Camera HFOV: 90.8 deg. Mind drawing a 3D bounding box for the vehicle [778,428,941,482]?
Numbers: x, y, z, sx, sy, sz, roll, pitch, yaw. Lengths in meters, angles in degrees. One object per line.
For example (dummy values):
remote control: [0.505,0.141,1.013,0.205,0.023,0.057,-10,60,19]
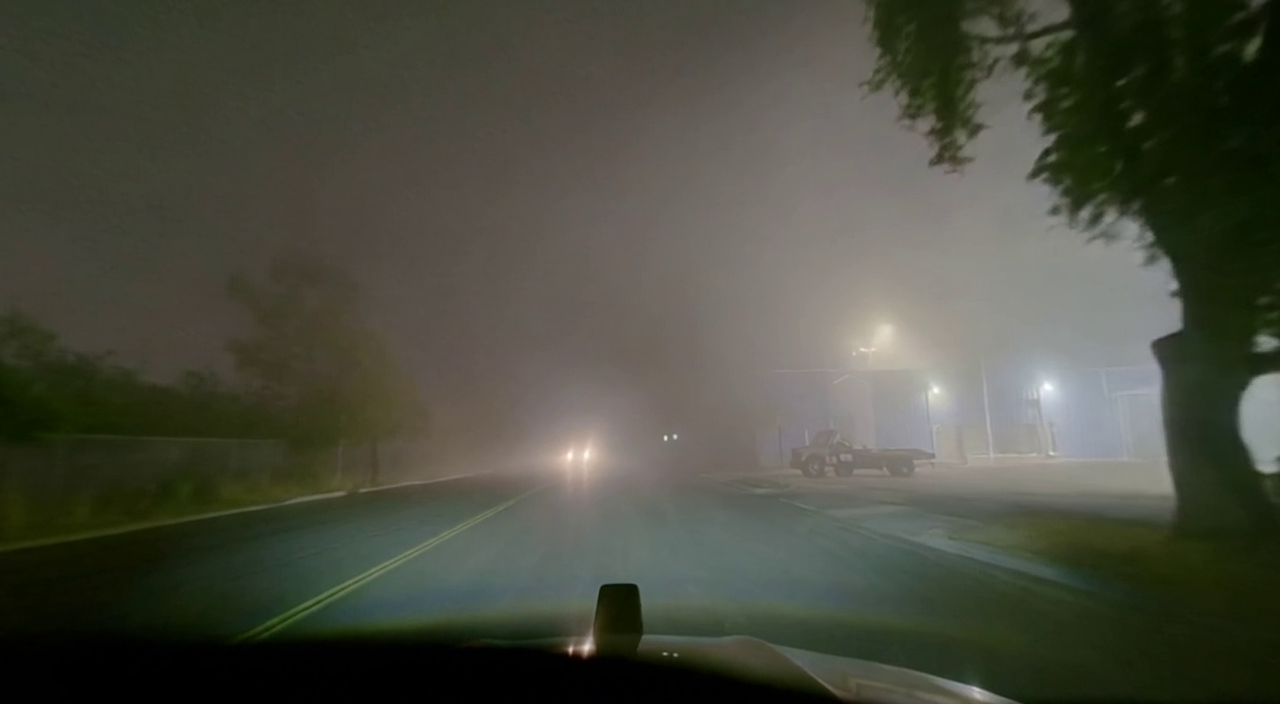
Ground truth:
vehicle: [10.912,5.175,31.877,7.188,2.416,2.528,-1,-9,-3]
